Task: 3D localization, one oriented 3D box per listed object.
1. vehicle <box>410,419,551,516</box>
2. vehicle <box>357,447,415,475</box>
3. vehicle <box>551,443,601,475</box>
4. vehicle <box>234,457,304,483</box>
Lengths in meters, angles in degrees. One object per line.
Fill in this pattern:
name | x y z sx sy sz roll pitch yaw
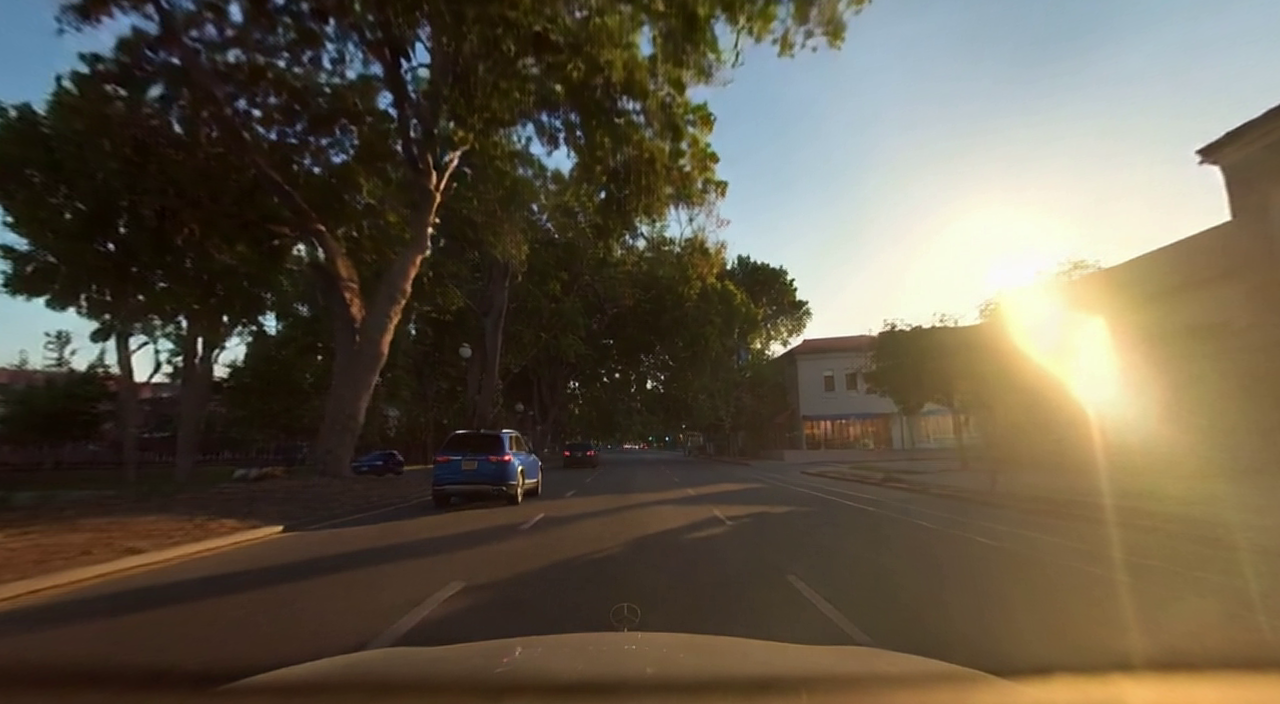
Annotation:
vehicle | -3.325 2.504 14.158 2.042 1.817 4.364 0 -8 -1
vehicle | -16.505 7.071 41.349 1.963 1.712 4.436 0 -8 0
vehicle | -3.118 5.336 31.700 2.069 1.470 4.601 0 -8 0
vehicle | -22.993 7.312 39.351 1.906 1.494 3.966 0 -9 0
